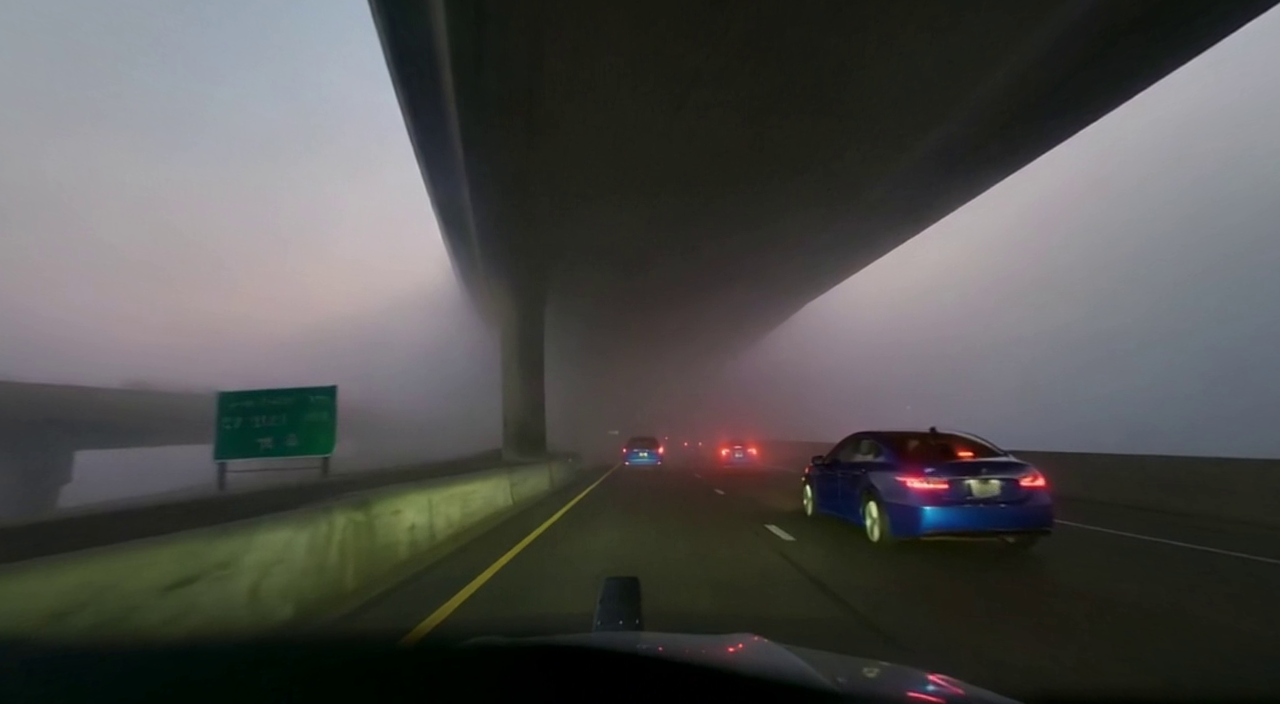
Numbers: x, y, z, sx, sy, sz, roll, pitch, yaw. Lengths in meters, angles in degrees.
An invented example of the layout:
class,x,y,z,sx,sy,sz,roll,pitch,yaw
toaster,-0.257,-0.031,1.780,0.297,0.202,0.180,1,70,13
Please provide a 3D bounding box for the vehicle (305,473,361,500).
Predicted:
class,x,y,z,sx,sy,sz,roll,pitch,yaw
vehicle,-22.596,9.917,46.581,1.920,1.675,4.655,1,-8,-2

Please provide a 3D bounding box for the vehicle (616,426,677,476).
class,x,y,z,sx,sy,sz,roll,pitch,yaw
vehicle,0.258,4.017,25.721,2.264,1.841,4.583,0,-8,0

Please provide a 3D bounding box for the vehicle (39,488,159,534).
class,x,y,z,sx,sy,sz,roll,pitch,yaw
vehicle,-23.211,6.804,27.268,1.792,1.481,4.338,2,-9,-9

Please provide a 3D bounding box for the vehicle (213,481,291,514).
class,x,y,z,sx,sy,sz,roll,pitch,yaw
vehicle,-22.076,8.265,36.036,1.813,1.498,4.330,1,-8,-3

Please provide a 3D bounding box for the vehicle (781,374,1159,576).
class,x,y,z,sx,sy,sz,roll,pitch,yaw
vehicle,3.959,1.649,9.224,2.404,2.014,5.655,0,-8,-1

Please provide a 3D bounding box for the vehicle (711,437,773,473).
class,x,y,z,sx,sy,sz,roll,pitch,yaw
vehicle,4.552,4.667,28.699,2.047,1.500,4.017,0,-8,-2

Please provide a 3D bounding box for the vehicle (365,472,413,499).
class,x,y,z,sx,sy,sz,roll,pitch,yaw
vehicle,-18.760,10.008,47.345,1.939,1.689,4.298,0,-8,-2
